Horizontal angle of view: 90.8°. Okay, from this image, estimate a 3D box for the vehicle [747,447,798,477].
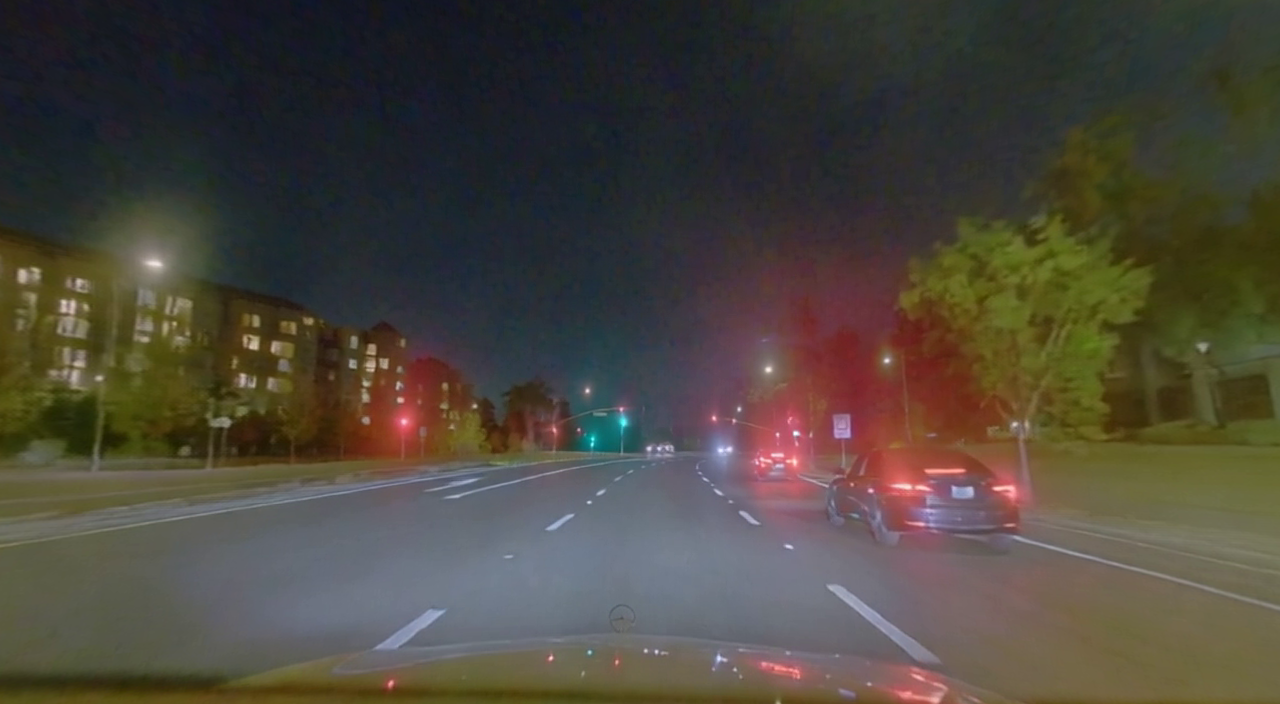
[{"bbox_3d":[7.159,5.977,34.632,2.144,1.473,4.638,-1,-9,5],"label":"vehicle"}]

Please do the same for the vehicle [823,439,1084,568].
[{"bbox_3d":[4.234,2.067,9.377,1.993,1.483,3.821,0,-9,2],"label":"vehicle"}]
